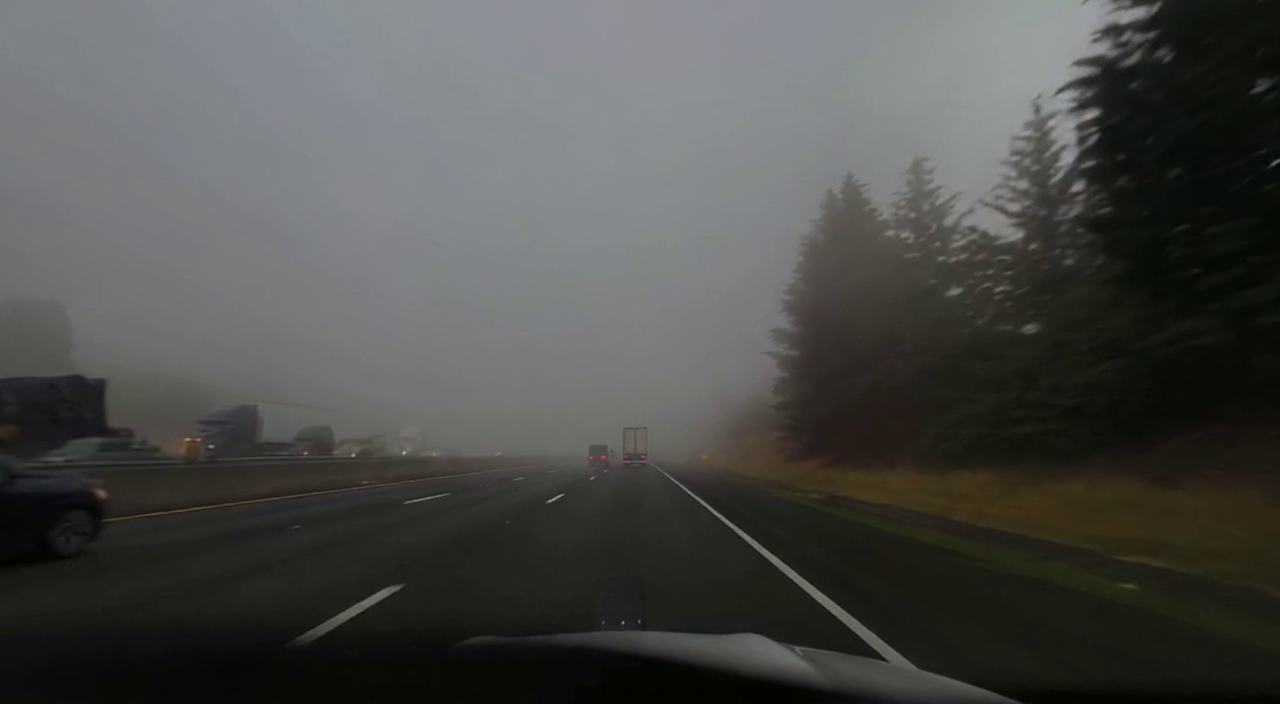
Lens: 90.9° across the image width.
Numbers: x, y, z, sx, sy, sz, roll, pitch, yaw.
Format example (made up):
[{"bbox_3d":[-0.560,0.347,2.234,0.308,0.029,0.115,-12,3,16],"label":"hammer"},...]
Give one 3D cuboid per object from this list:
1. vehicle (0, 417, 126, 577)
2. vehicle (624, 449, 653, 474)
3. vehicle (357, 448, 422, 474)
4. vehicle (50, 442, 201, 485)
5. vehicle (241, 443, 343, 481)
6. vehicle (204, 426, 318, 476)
[{"bbox_3d":[-7.632,1.385,5.768,2.004,1.629,4.506,0,-9,0],"label":"vehicle"},{"bbox_3d":[-0.128,7.819,45.057,2.009,1.657,3.962,0,-9,-1],"label":"vehicle"},{"bbox_3d":[-14.562,6.353,36.918,1.976,1.423,4.416,0,-9,0],"label":"vehicle"},{"bbox_3d":[-19.306,4.196,23.986,1.948,1.434,4.490,0,-9,0],"label":"vehicle"},{"bbox_3d":[-14.389,4.572,26.368,1.891,1.426,4.156,0,-9,-1],"label":"vehicle"},{"bbox_3d":[-19.109,5.053,32.241,2.223,2.287,5.862,0,-9,-1],"label":"vehicle"}]
